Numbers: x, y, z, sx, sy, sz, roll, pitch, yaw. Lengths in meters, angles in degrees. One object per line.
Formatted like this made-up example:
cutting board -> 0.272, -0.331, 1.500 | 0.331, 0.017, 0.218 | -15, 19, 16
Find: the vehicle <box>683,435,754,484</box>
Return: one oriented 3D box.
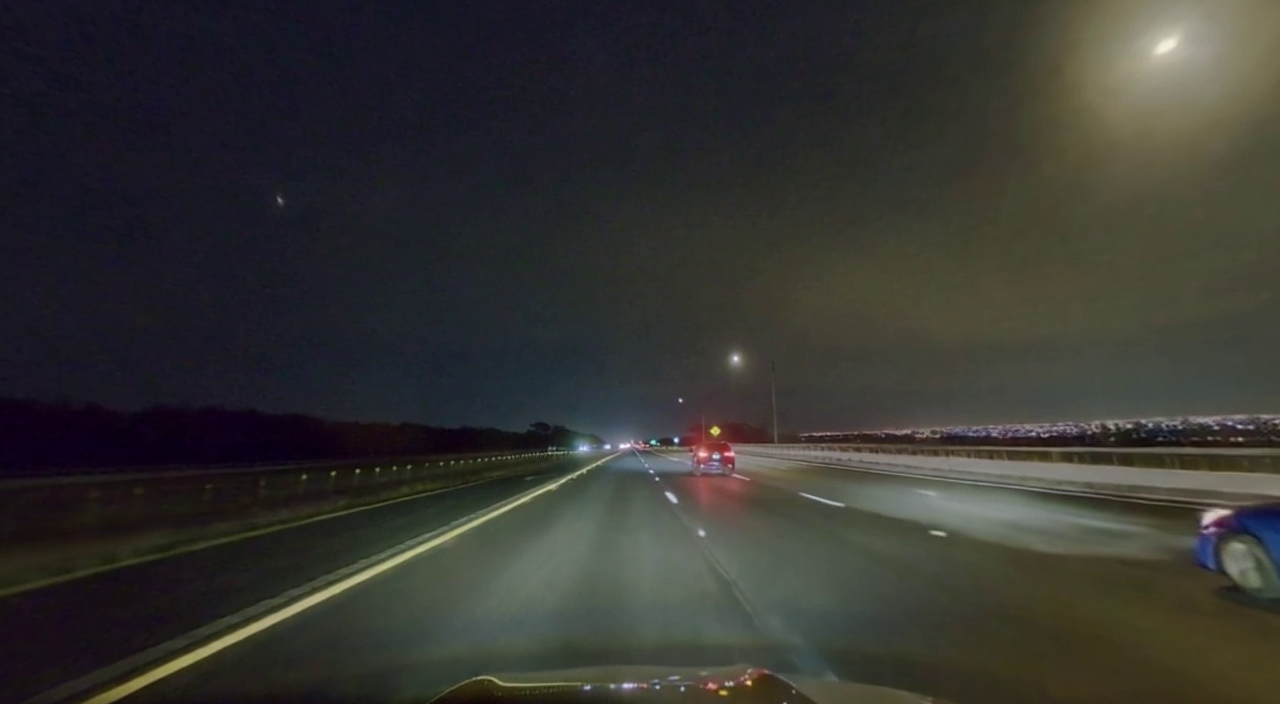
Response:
vehicle -> 3.056, 4.304, 25.715 | 2.141, 1.785, 4.778 | 0, -8, -2
